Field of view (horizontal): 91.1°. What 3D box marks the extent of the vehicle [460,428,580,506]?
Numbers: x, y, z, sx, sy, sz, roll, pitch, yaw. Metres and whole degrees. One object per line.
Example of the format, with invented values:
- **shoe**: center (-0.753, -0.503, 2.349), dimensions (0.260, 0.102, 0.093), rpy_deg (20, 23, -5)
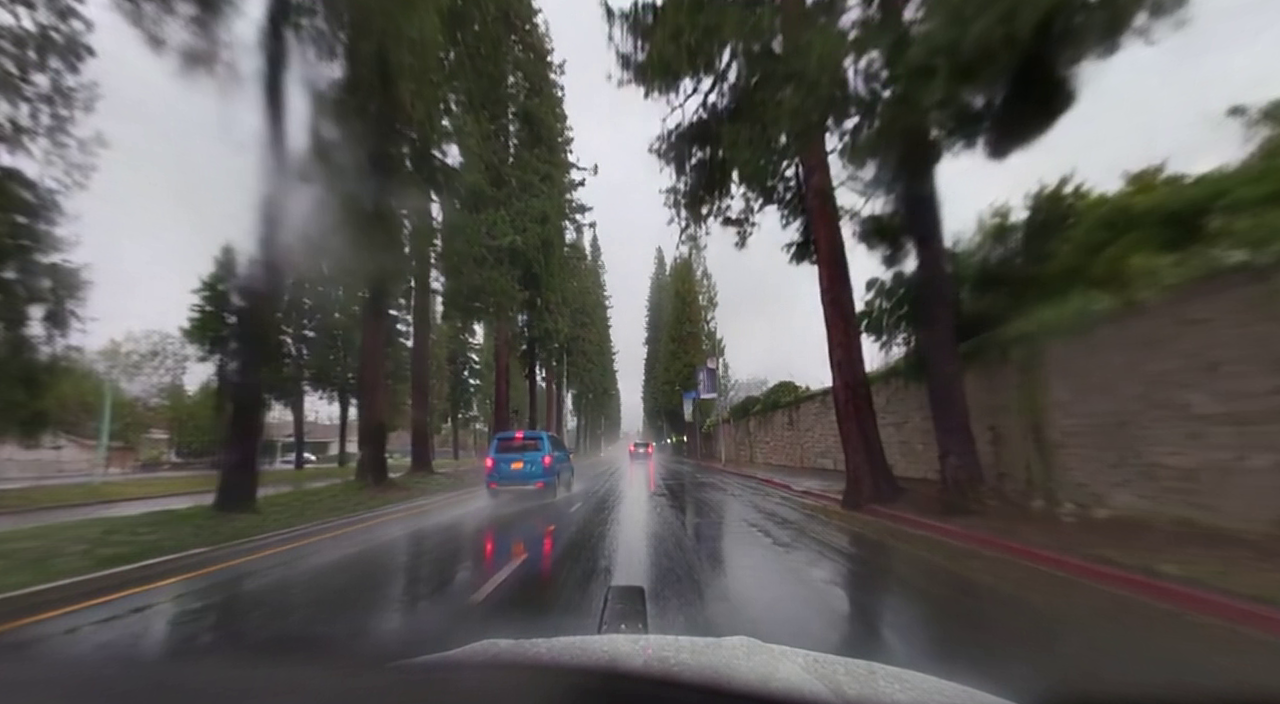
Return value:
- **vehicle**: center (-3.093, 3.097, 17.414), dimensions (2.281, 1.837, 4.845), rpy_deg (0, -9, 1)
